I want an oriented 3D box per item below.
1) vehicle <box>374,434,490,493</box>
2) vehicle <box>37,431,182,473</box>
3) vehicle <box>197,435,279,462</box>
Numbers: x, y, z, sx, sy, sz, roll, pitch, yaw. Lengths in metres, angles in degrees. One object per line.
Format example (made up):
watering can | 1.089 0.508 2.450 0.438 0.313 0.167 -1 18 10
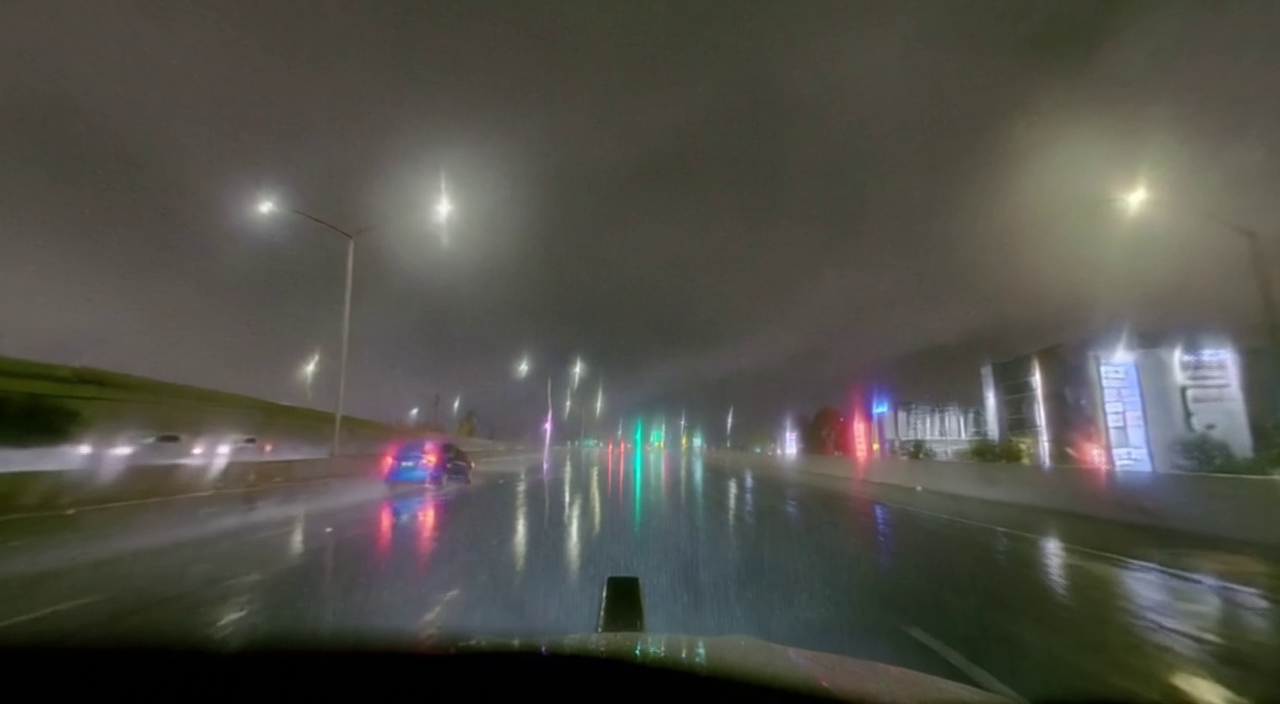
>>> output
vehicle | -6.025 3.267 18.889 1.990 1.529 4.288 0 -8 0
vehicle | -22.312 4.231 26.903 1.978 1.616 4.835 0 -8 0
vehicle | -25.316 6.104 40.023 1.960 1.625 4.816 0 -8 0
